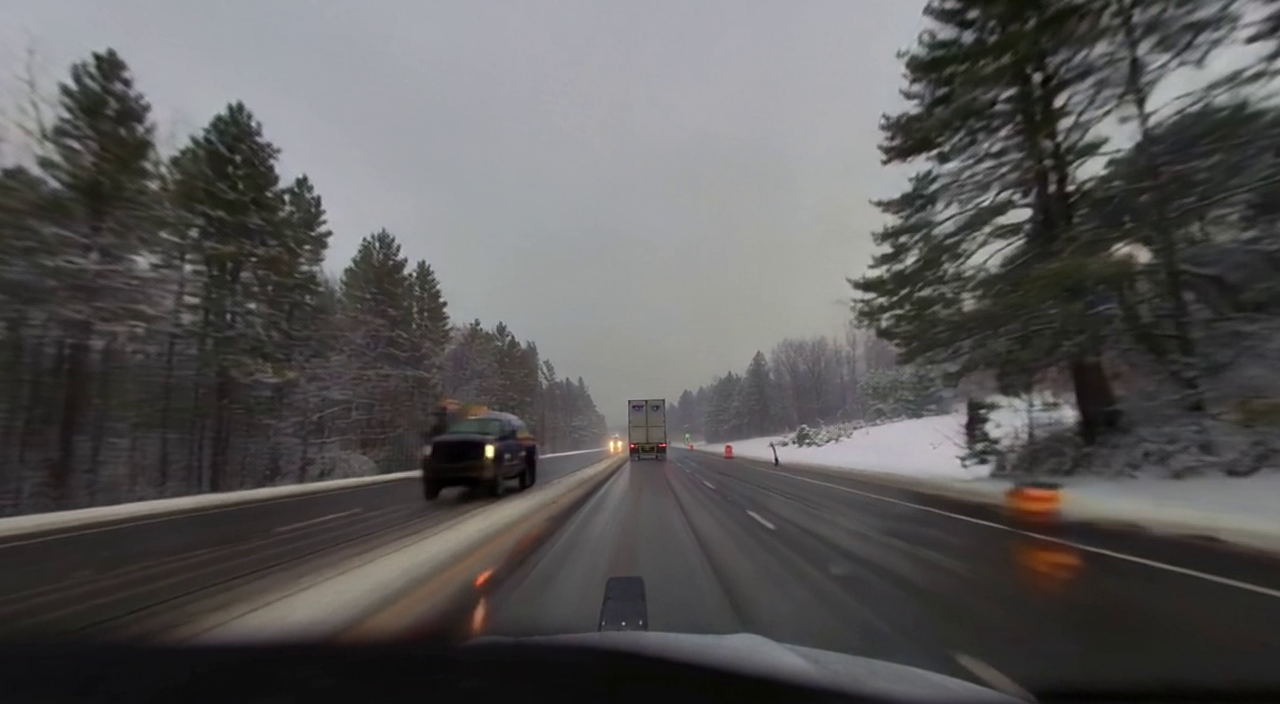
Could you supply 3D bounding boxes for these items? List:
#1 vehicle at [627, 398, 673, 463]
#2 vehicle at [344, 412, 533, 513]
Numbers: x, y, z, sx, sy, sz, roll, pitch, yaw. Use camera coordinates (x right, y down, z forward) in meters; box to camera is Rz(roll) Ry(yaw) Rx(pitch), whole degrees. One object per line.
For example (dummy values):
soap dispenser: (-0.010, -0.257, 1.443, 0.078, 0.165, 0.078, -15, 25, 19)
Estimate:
vehicle: (0.523, 5.799, 45.750, 2.935, 4.068, 11.036, 0, -8, -1)
vehicle: (-4.744, 2.763, 16.344, 2.771, 2.097, 6.248, 0, -8, 0)
